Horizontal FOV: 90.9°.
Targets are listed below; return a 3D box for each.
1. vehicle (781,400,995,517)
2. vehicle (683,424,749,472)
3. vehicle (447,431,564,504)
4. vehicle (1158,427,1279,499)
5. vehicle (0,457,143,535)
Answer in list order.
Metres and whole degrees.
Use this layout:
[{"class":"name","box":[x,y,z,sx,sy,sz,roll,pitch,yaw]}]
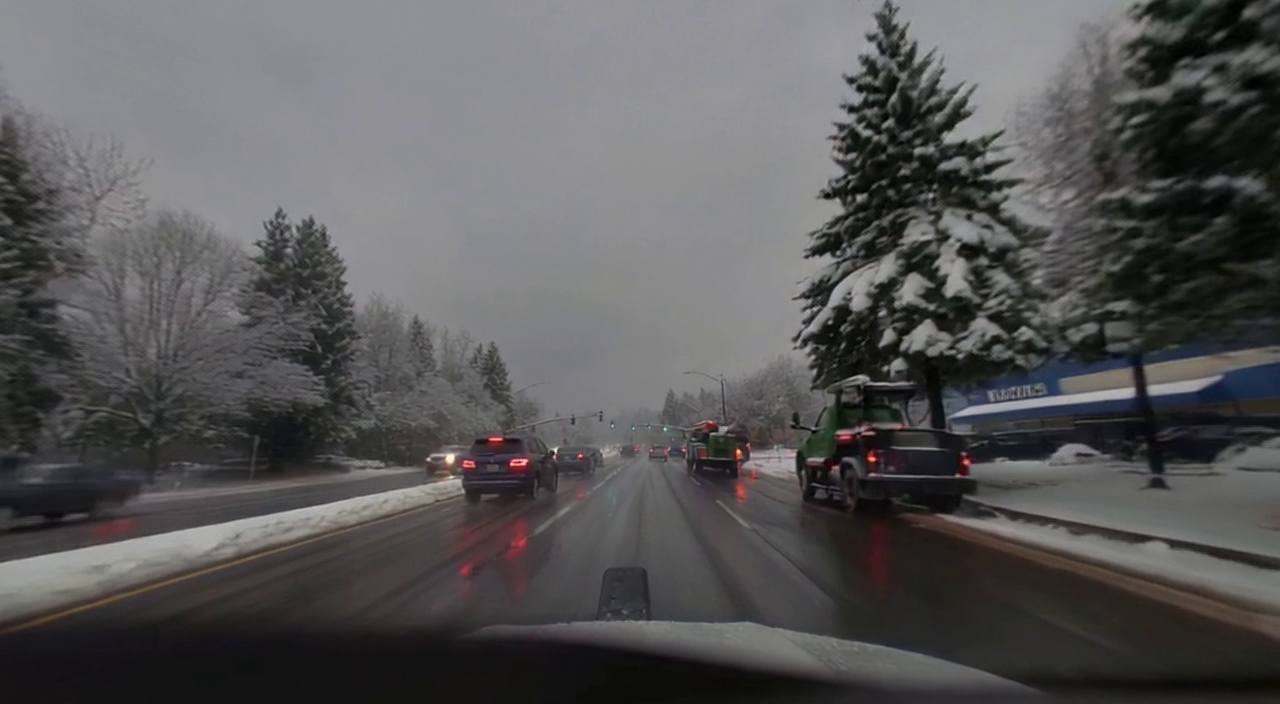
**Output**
[{"class":"vehicle","box":[5.515,2.552,15.560,2.653,2.231,6.793,0,-9,1]},{"class":"vehicle","box":[4.253,5.641,37.134,2.760,2.465,7.936,0,-9,-1]},{"class":"vehicle","box":[-3.400,3.024,16.916,2.038,1.682,4.399,0,-9,1]},{"class":"vehicle","box":[14.016,2.338,13.323,1.969,1.457,4.719,0,-8,-2]},{"class":"vehicle","box":[-14.324,3.267,14.639,1.826,1.553,4.293,-1,-9,4]}]
